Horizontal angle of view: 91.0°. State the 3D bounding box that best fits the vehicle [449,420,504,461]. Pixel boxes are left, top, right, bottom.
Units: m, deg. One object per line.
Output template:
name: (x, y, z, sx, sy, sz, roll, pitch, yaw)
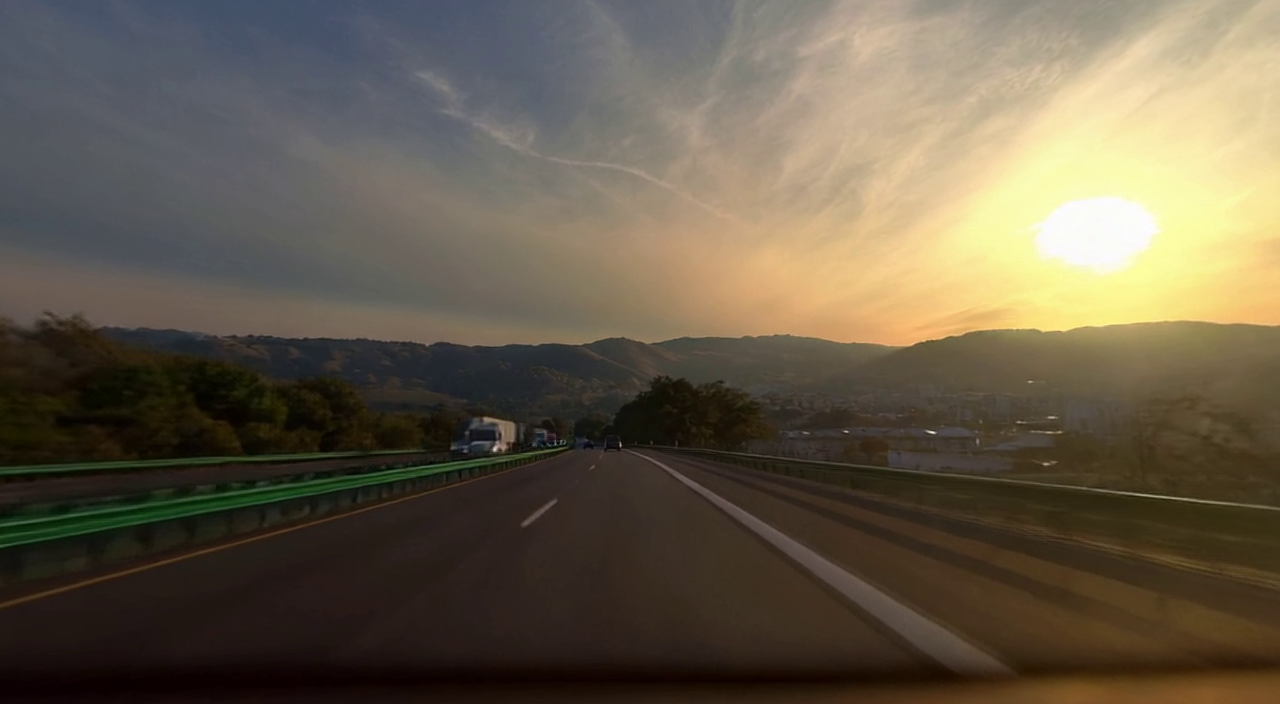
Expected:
vehicle: (-12.060, 6.585, 46.984, 2.498, 2.794, 6.249, -1, -8, 0)
